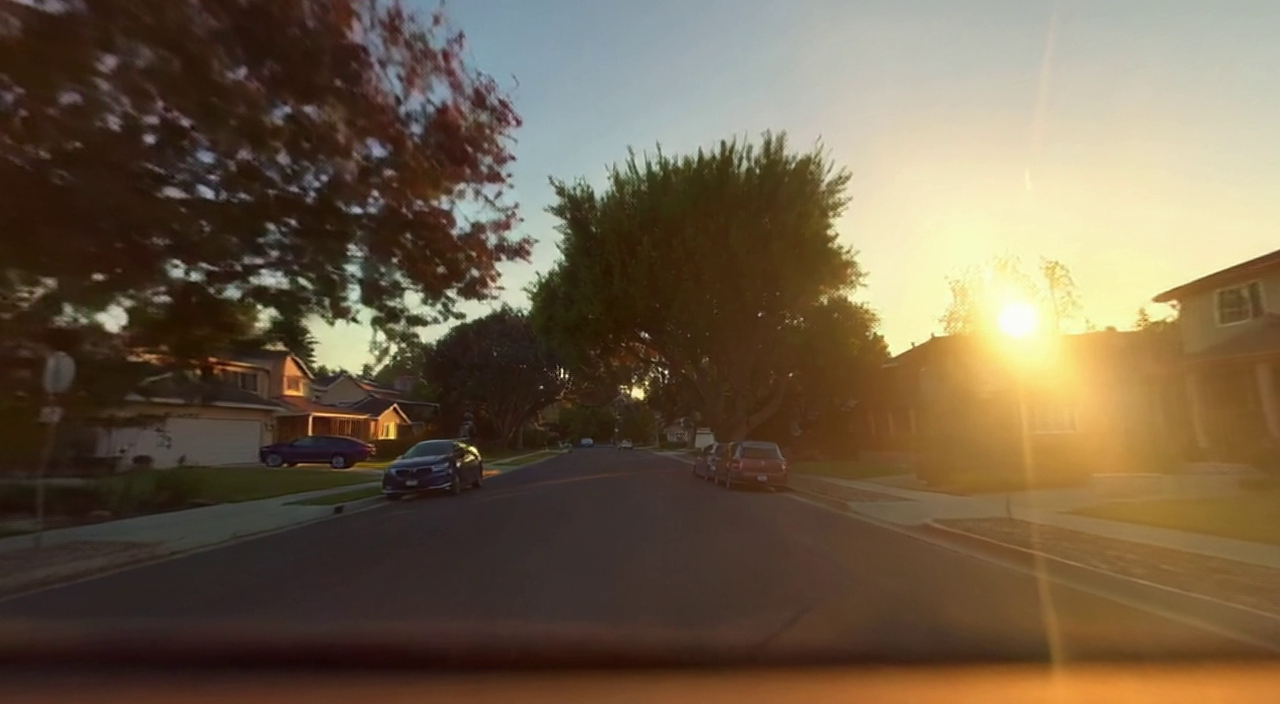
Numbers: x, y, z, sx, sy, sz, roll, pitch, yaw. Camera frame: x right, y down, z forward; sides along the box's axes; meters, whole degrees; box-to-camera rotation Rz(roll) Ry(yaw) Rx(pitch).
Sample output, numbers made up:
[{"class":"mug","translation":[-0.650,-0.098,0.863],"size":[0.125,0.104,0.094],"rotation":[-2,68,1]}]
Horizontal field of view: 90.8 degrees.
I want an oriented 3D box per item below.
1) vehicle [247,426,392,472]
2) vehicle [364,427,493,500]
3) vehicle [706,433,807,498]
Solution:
[{"class":"vehicle","translation":[-13.598,4.153,27.086],"size":[5.024,1.903,2.102],"rotation":[0,-9,1]},{"class":"vehicle","translation":[-6.422,3.486,20.101],"size":[2.322,1.949,5.695],"rotation":[-1,-9,-2]},{"class":"vehicle","translation":[3.392,3.405,19.385],"size":[2.033,1.730,4.554],"rotation":[0,-9,-2]}]
